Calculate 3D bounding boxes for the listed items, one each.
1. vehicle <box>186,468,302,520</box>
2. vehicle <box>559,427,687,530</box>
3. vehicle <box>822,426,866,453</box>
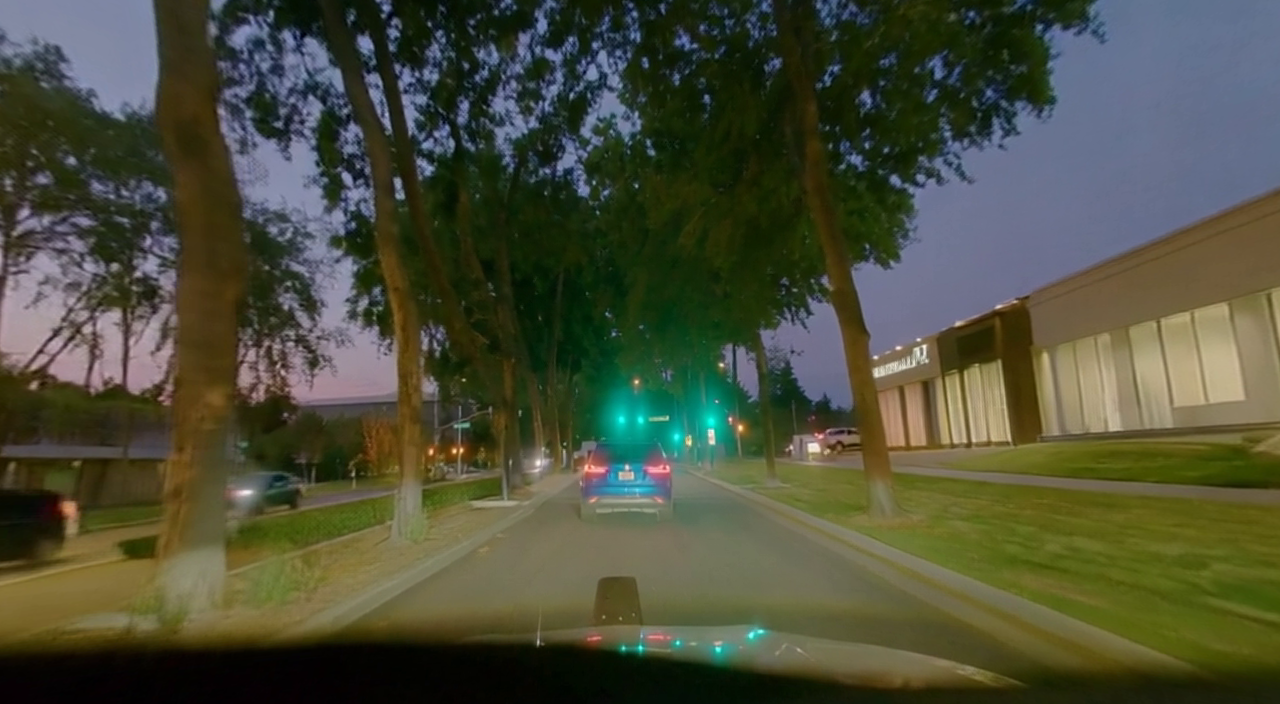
[{"bbox_3d":[-15.650,5.589,25.266,1.785,1.699,4.328,0,-8,0],"label":"vehicle"},{"bbox_3d":[-0.314,2.402,12.583,2.136,1.703,3.910,0,-8,-1],"label":"vehicle"},{"bbox_3d":[16.011,6.952,49.852,2.039,1.990,5.111,0,-8,3],"label":"vehicle"}]
